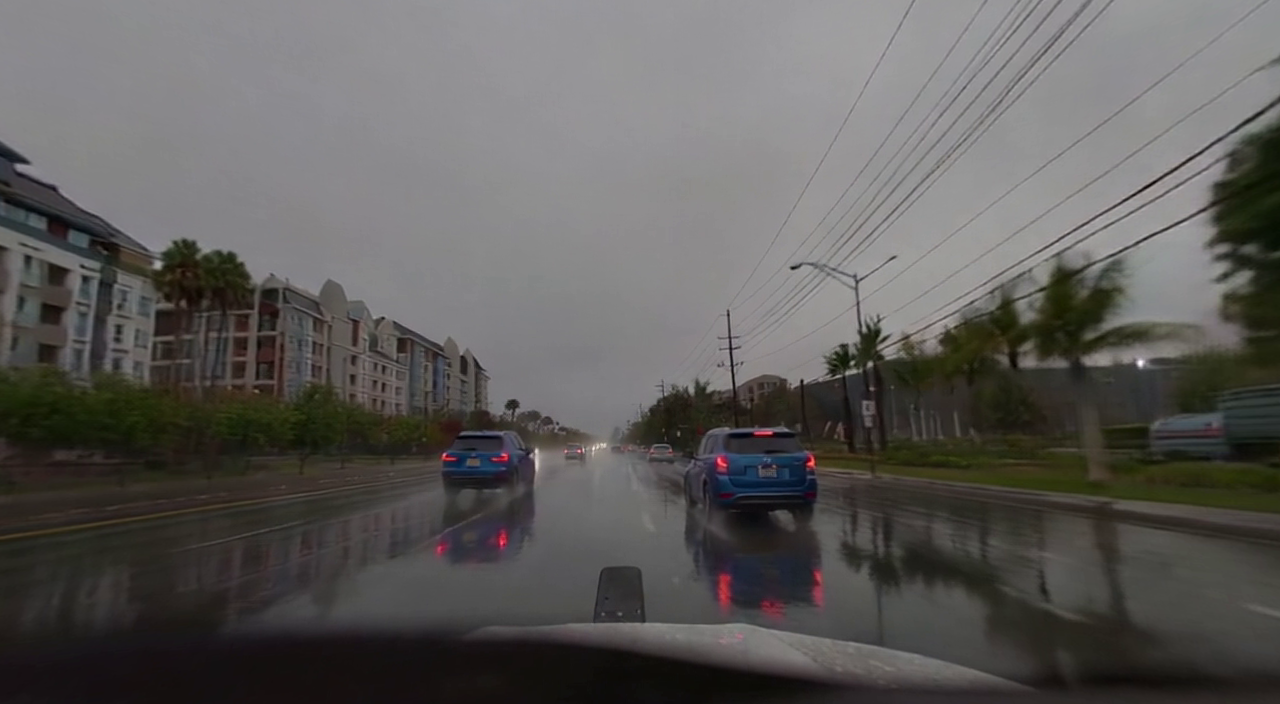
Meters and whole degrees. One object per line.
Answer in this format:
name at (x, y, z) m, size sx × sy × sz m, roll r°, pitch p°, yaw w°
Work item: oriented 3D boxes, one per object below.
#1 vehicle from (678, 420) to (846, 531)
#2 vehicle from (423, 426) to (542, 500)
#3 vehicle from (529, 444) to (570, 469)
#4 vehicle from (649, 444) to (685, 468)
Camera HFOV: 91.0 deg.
vehicle at (2.055, 2.256, 12.034) m, size 2.198 × 1.706 × 4.166 m, roll 0°, pitch -9°, yaw -2°
vehicle at (-4.250, 3.094, 17.923) m, size 2.169 × 1.796 × 4.821 m, roll 0°, pitch -9°, yaw 0°
vehicle at (-5.562, 6.459, 39.096) m, size 2.040 × 1.482 × 4.121 m, roll 0°, pitch -9°, yaw -1°
vehicle at (1.673, 6.661, 40.487) m, size 1.981 × 1.472 × 3.923 m, roll 0°, pitch -9°, yaw -2°
